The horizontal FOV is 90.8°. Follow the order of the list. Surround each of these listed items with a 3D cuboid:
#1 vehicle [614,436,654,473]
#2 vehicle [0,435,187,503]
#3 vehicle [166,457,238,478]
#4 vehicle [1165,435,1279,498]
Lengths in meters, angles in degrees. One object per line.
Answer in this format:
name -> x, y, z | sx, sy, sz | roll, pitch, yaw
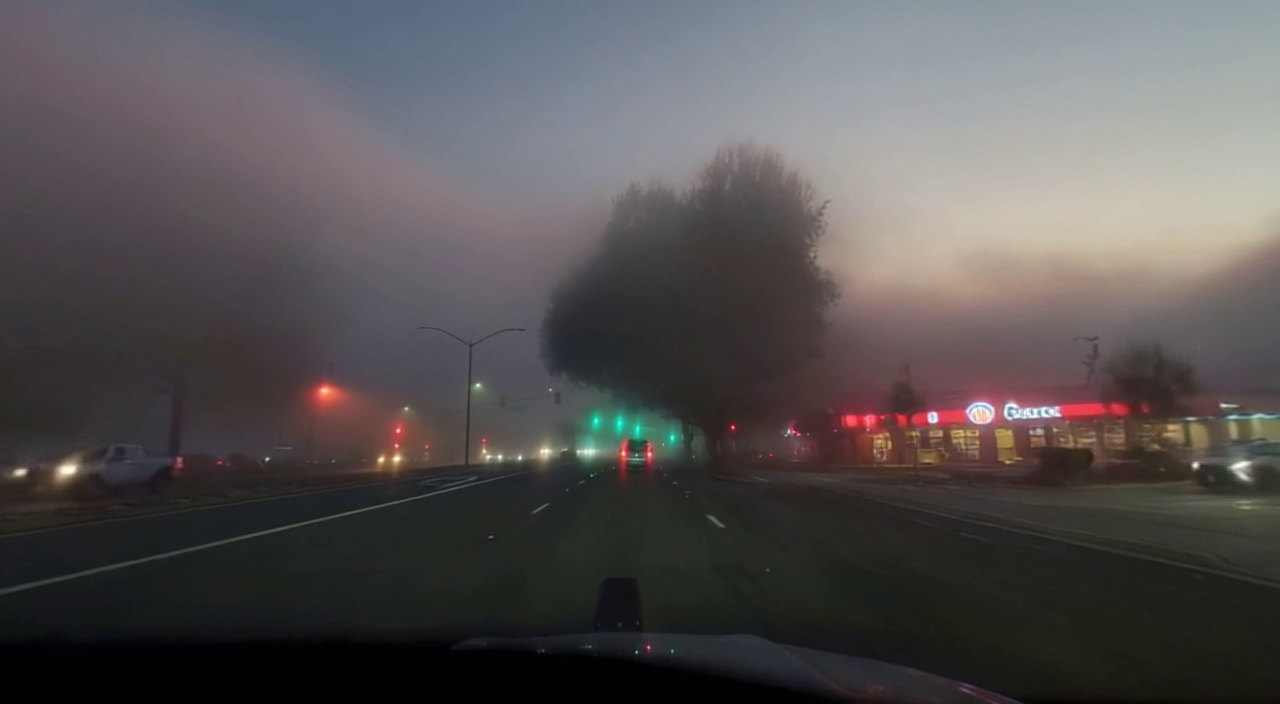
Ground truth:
vehicle -> -0.319, 5.807, 35.965 | 2.096, 1.961, 4.259 | 0, -8, 0
vehicle -> -19.973, 4.091, 22.823 | 2.492, 2.083, 6.312 | 0, -8, 0
vehicle -> -32.185, 8.500, 46.517 | 3.791, 1.473, 1.942 | 0, -8, -2
vehicle -> 16.210, 2.874, 16.083 | 4.026, 1.463, 1.826 | -1, -10, -2
